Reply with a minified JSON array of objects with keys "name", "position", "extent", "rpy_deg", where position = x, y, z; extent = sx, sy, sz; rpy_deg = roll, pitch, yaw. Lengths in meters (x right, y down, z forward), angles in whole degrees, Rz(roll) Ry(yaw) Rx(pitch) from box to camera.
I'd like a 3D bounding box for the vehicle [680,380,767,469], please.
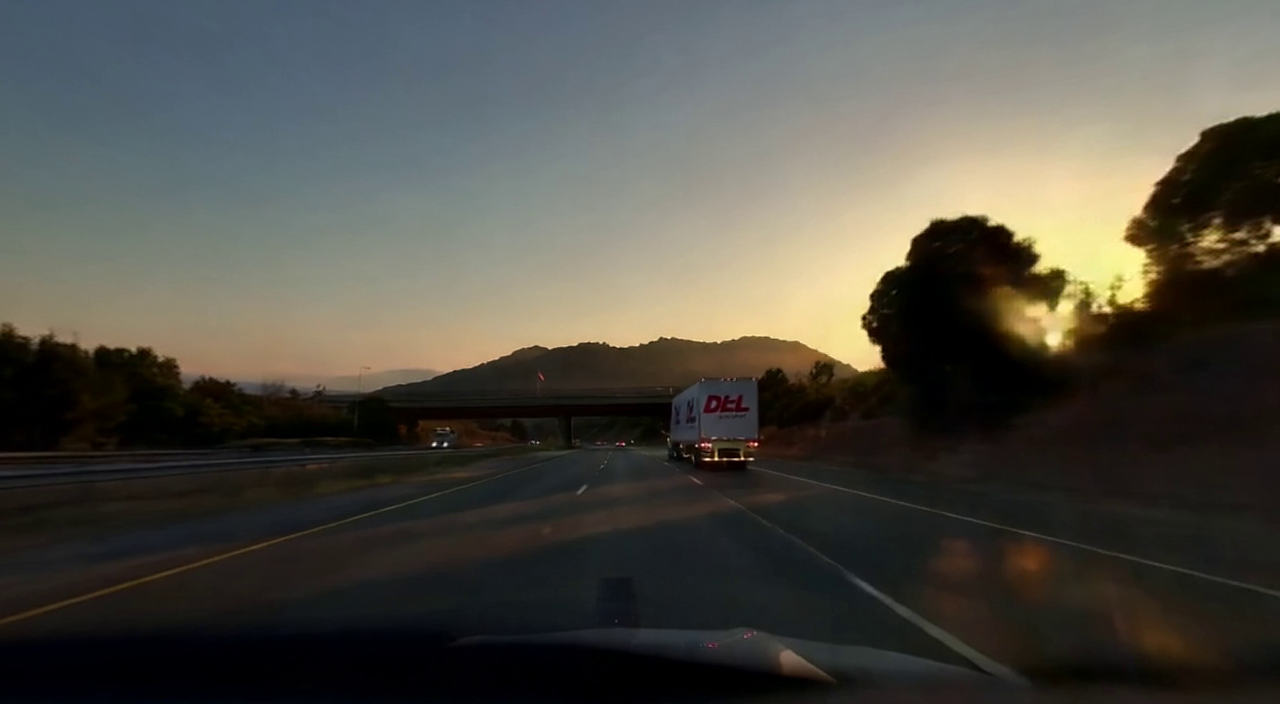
[{"name":"vehicle","position":[3.970,3.784,32.020],"extent":[2.880,3.918,8.254],"rpy_deg":[0,-8,-3]}]
